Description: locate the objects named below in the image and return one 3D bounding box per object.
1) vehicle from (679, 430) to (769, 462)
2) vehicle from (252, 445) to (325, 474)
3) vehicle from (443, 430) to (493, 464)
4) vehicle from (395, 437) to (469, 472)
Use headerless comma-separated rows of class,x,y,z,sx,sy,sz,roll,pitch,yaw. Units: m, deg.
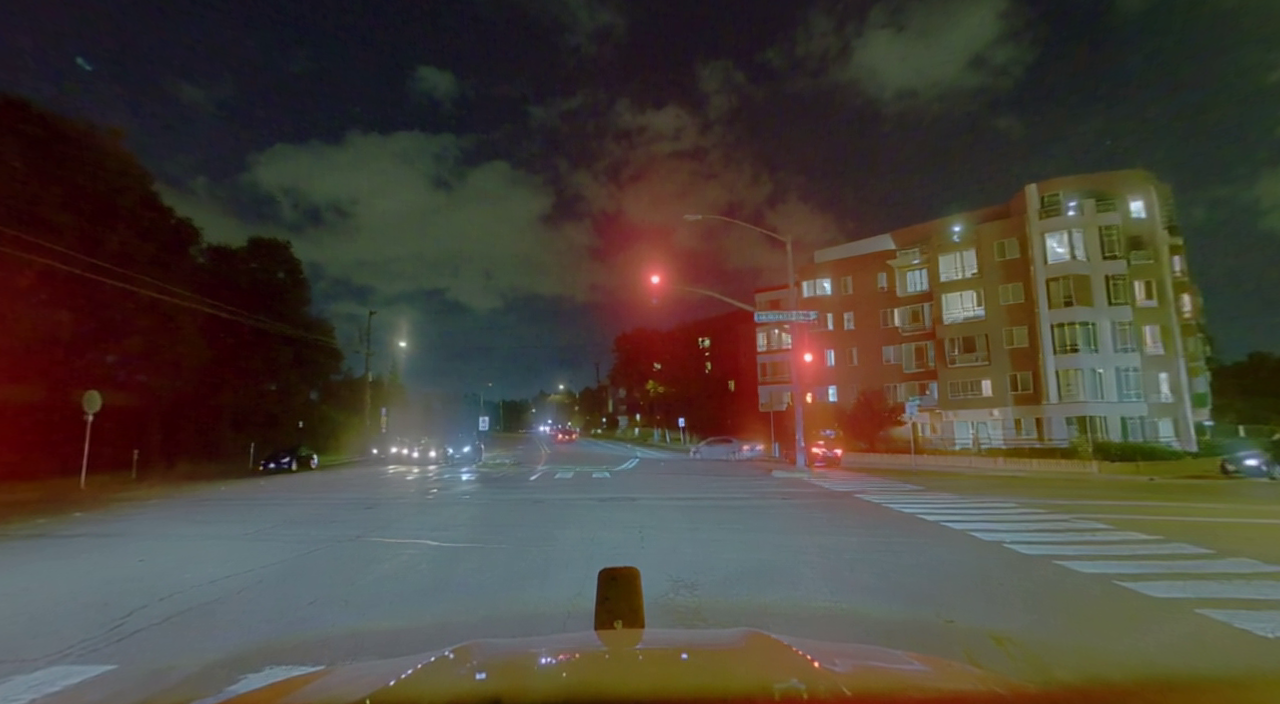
vehicle,4.343,4.980,33.447,2.073,1.571,4.790,5,-10,-32
vehicle,-21.088,6.441,38.105,1.981,1.628,4.336,0,-9,-1
vehicle,-9.780,5.452,36.189,1.910,1.818,4.057,0,-9,-3
vehicle,-9.678,4.797,29.777,2.116,1.521,4.294,0,-9,-1
